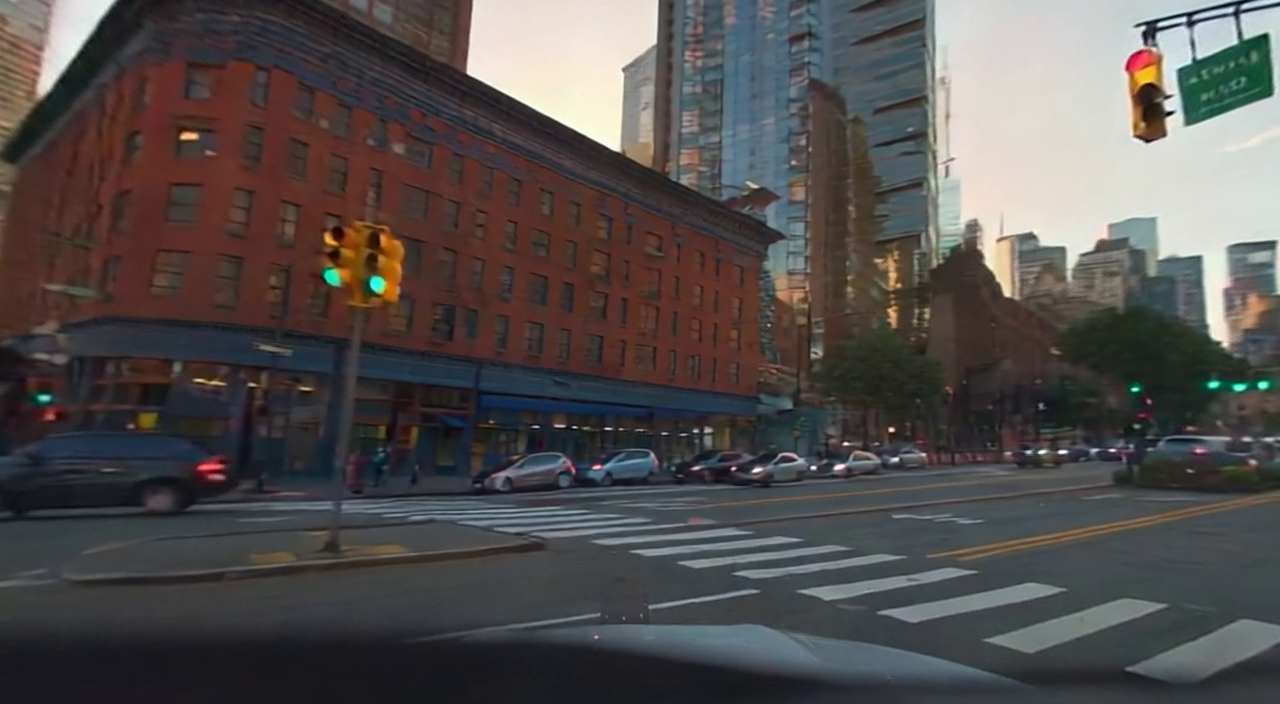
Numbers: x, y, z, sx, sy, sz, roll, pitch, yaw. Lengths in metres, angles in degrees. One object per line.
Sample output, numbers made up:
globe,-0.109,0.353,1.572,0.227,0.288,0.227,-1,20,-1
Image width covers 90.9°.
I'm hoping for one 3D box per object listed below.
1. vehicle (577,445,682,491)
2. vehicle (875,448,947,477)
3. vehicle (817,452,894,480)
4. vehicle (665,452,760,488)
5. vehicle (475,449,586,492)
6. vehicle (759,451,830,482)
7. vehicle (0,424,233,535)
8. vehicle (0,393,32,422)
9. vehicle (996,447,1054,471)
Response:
vehicle,-0.431,5.096,28.073,4.289,1.875,1.963,6,-10,-35
vehicle,16.974,6.846,39.465,4.502,1.696,1.884,6,-10,-33
vehicle,12.481,6.546,36.456,4.494,1.481,1.783,6,-10,-34
vehicle,3.538,5.653,30.528,4.418,1.556,1.814,6,-10,-34
vehicle,-4.367,4.736,25.506,4.035,1.586,1.738,6,-10,-34
vehicle,8.353,6.157,34.011,3.522,1.546,1.721,6,-10,-34
vehicle,-9.573,2.061,10.516,4.291,1.606,1.859,8,-12,-43
vehicle,-42.164,3.680,41.689,1.891,1.706,4.441,5,-10,-33
vehicle,28.890,7.973,47.242,4.574,1.700,1.911,6,-10,-34
